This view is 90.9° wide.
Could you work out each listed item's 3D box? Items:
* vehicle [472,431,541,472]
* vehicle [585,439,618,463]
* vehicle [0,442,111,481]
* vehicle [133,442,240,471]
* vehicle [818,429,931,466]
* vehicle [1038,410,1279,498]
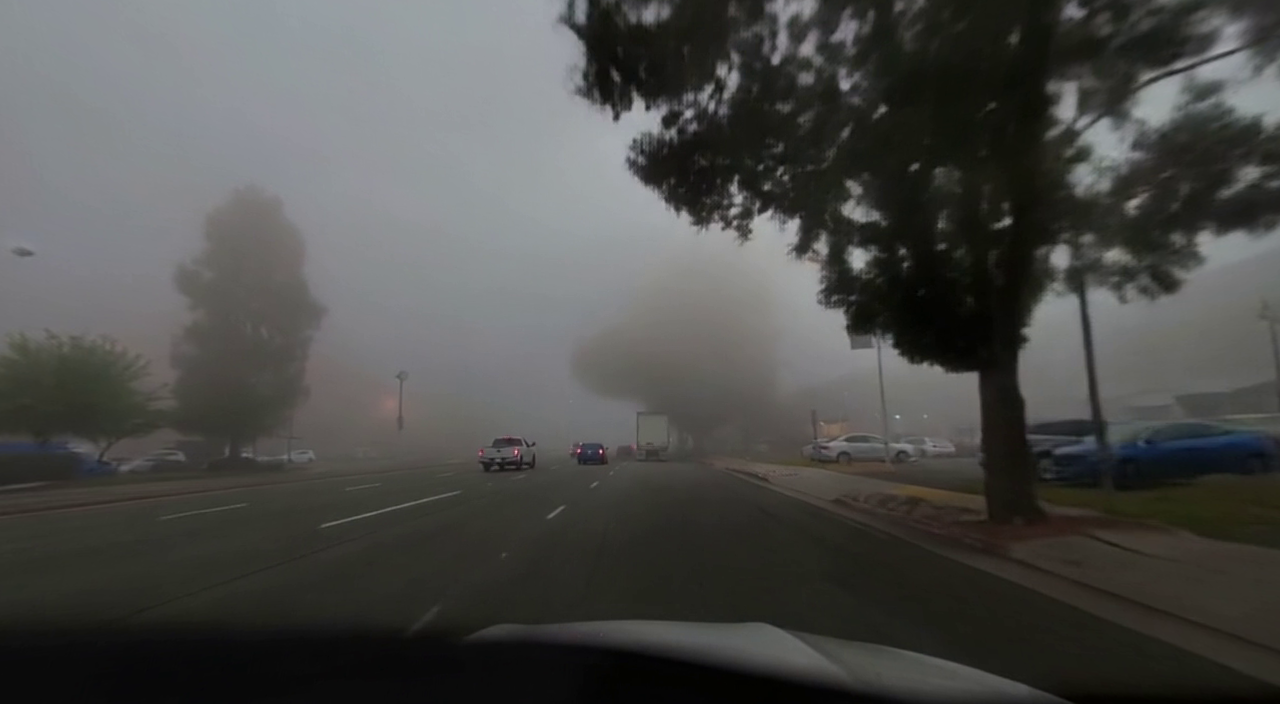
[{"bbox_3d":[-6.632,5.043,32.013,2.149,1.893,5.187,-1,-8,2],"label":"vehicle"},{"bbox_3d":[-2.822,7.457,47.652,2.114,1.663,4.381,0,-8,1],"label":"vehicle"},{"bbox_3d":[-34.070,6.147,35.534,6.393,2.108,2.467,-1,-9,4],"label":"vehicle"},{"bbox_3d":[-34.029,7.849,47.417,6.188,2.110,2.333,0,-9,2],"label":"vehicle"},{"bbox_3d":[10.578,4.366,28.699,4.346,1.595,1.964,0,-9,0],"label":"vehicle"},{"bbox_3d":[11.326,2.114,13.144,4.655,1.688,1.876,-1,-9,2],"label":"vehicle"}]
